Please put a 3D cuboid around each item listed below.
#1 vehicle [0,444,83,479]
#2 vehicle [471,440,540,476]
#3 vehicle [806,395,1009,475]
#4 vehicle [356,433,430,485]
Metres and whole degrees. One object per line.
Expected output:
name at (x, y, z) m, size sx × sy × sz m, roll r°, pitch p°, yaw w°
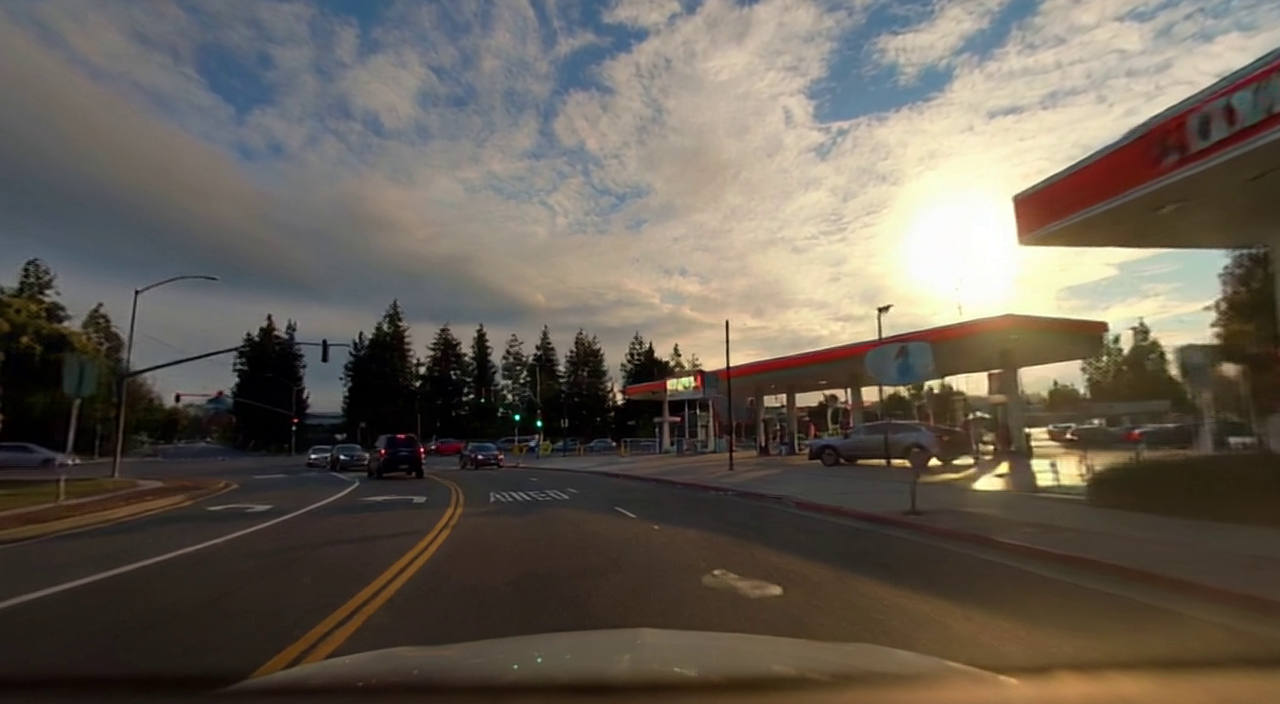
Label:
vehicle at (-32.408, 5.707, 32.922) m, size 4.632 × 1.757 × 2.073 m, roll 7°, pitch -11°, yaw -37°
vehicle at (-7.633, 5.894, 35.375) m, size 2.202 × 1.822 × 4.826 m, roll 6°, pitch -10°, yaw -32°
vehicle at (11.764, 3.798, 28.346) m, size 7.741 × 3.106 × 2.906 m, roll -8°, pitch -11°, yaw 42°
vehicle at (-10.614, 4.499, 26.836) m, size 2.254 × 2.006 × 4.766 m, roll 5°, pitch -10°, yaw -28°
